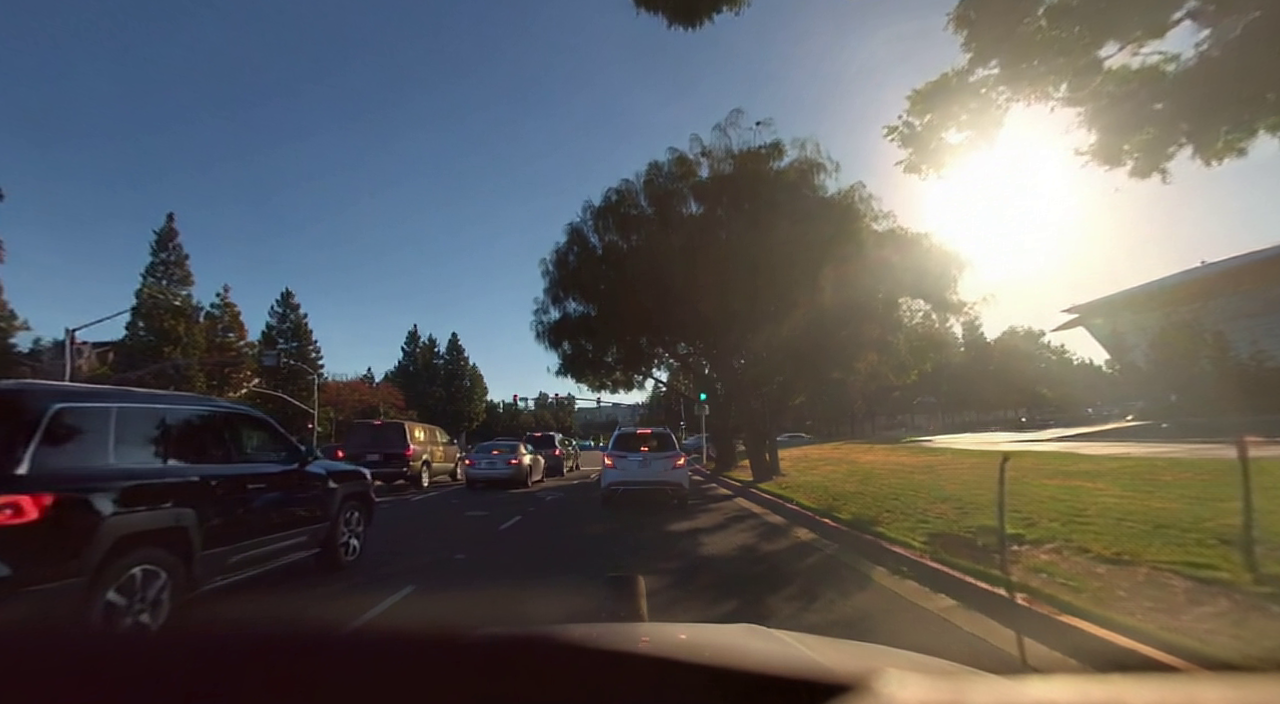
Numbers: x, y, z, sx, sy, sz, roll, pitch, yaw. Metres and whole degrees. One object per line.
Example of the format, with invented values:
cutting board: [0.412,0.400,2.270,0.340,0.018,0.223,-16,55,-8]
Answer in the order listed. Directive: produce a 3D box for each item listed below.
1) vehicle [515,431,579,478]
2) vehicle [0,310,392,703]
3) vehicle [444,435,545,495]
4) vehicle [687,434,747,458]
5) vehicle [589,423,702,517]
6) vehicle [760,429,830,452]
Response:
vehicle: [-3.911,4.398,27.301,2.043,1.813,4.549,0,-9,0]
vehicle: [-4.067,1.131,5.175,2.088,1.947,5.119,0,-9,-1]
vehicle: [-4.103,3.254,18.536,1.942,1.523,4.212,0,-9,0]
vehicle: [5.841,7.108,47.924,4.198,1.751,1.935,-3,-9,16]
vehicle: [0.095,2.464,13.663,2.055,1.681,4.270,0,-9,0]
vehicle: [10.489,6.037,43.005,4.265,1.498,1.826,-1,-9,3]
